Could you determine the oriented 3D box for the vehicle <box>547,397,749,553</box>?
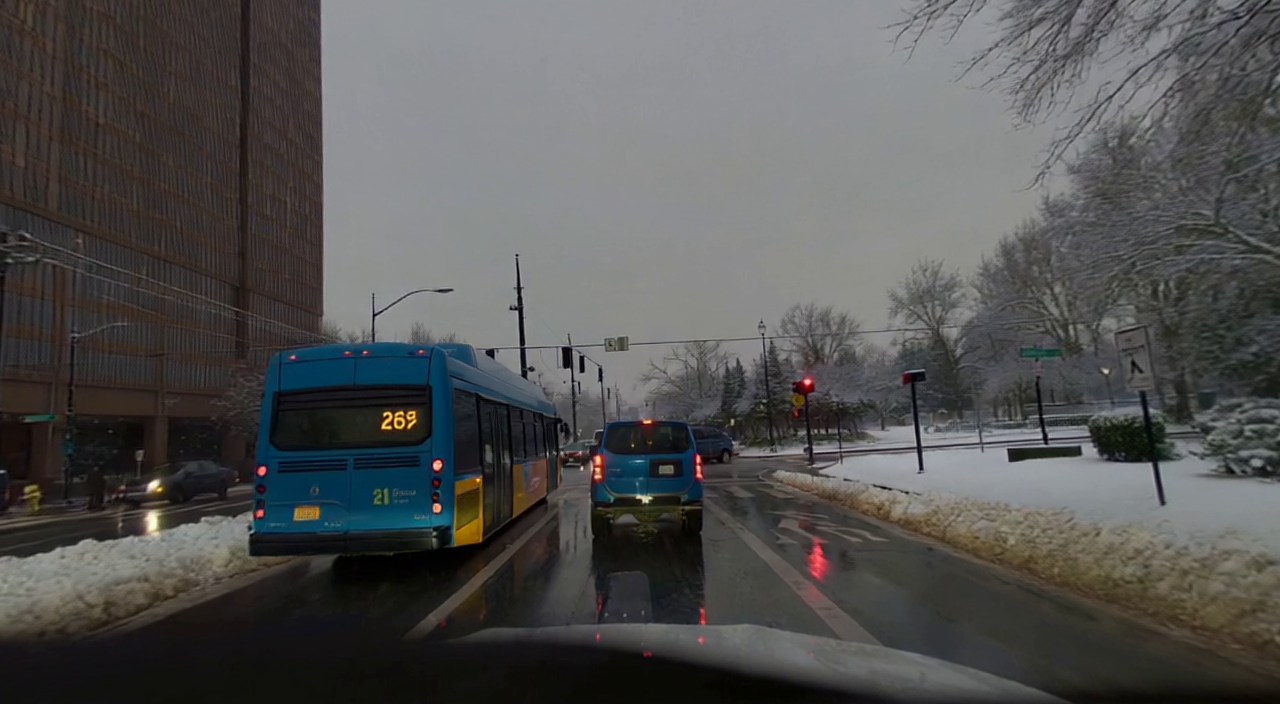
[{"bbox_3d":[0.121,1.856,10.057,2.500,1.912,4.270,0,-9,1],"label":"vehicle"}]

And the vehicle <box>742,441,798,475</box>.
[{"bbox_3d":[6.183,5.094,30.453,1.919,1.529,4.059,0,-9,1],"label":"vehicle"}]

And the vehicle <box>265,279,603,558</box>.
[{"bbox_3d":[-2.903,1.792,14.576,3.042,3.445,13.615,0,-9,1],"label":"vehicle"}]

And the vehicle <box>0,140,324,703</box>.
[{"bbox_3d":[-2.763,0.328,0.229,2.329,2.089,5.659,0,-9,0],"label":"vehicle"}]
